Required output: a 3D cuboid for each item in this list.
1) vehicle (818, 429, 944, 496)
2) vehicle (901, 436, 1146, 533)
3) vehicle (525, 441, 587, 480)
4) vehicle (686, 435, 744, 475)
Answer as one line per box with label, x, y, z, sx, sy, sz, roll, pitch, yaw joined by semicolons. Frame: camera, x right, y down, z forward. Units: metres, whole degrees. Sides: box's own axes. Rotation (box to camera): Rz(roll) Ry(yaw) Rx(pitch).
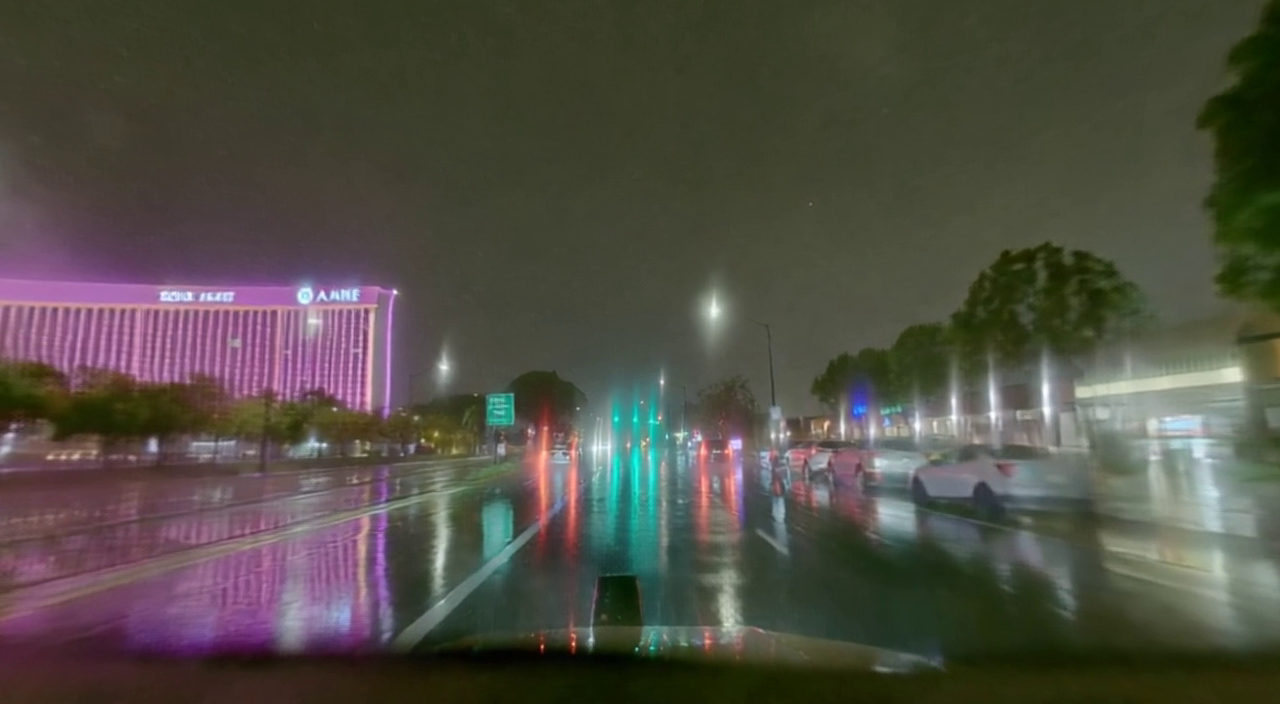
vehicle;6.992;3.246;18.849;2.039;1.749;4.193;0;-8;-1
vehicle;6.916;2.401;12.132;1.876;1.478;4.670;0;-8;1
vehicle;-3.380;4.428;26.107;2.005;1.477;4.169;0;-8;0
vehicle;3.441;4.843;29.821;2.083;1.743;4.354;0;-8;-2
